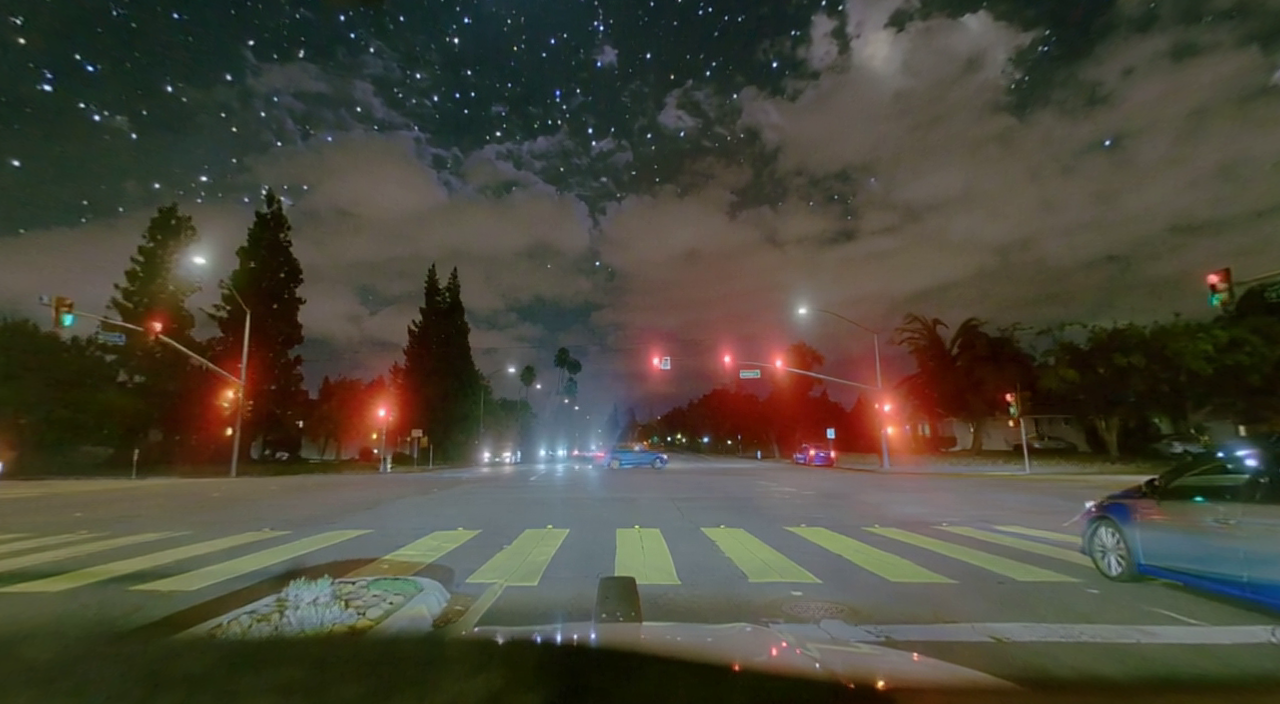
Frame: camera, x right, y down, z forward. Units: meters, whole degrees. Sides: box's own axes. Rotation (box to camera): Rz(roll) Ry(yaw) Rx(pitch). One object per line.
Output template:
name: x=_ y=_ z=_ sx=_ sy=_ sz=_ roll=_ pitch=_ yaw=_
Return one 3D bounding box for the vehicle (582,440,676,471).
vehicle: x=-0.512 y=5.468 z=33.647 sx=2.104 sy=1.518 sz=4.999 roll=-8 pitch=-12 yaw=43

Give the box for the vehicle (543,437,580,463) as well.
vehicle: x=-5.531 y=6.980 z=44.985 sx=2.091 sy=1.707 sz=4.157 roll=0 pitch=-9 yaw=0

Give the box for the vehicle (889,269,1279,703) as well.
vehicle: x=2.705 y=0.706 z=1.712 sx=2.085 sy=1.800 sz=4.908 roll=0 pitch=-9 yaw=1

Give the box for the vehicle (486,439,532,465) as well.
vehicle: x=-8.951 y=6.861 z=43.622 sx=2.028 sy=1.654 sz=5.027 roll=0 pitch=-9 yaw=1
